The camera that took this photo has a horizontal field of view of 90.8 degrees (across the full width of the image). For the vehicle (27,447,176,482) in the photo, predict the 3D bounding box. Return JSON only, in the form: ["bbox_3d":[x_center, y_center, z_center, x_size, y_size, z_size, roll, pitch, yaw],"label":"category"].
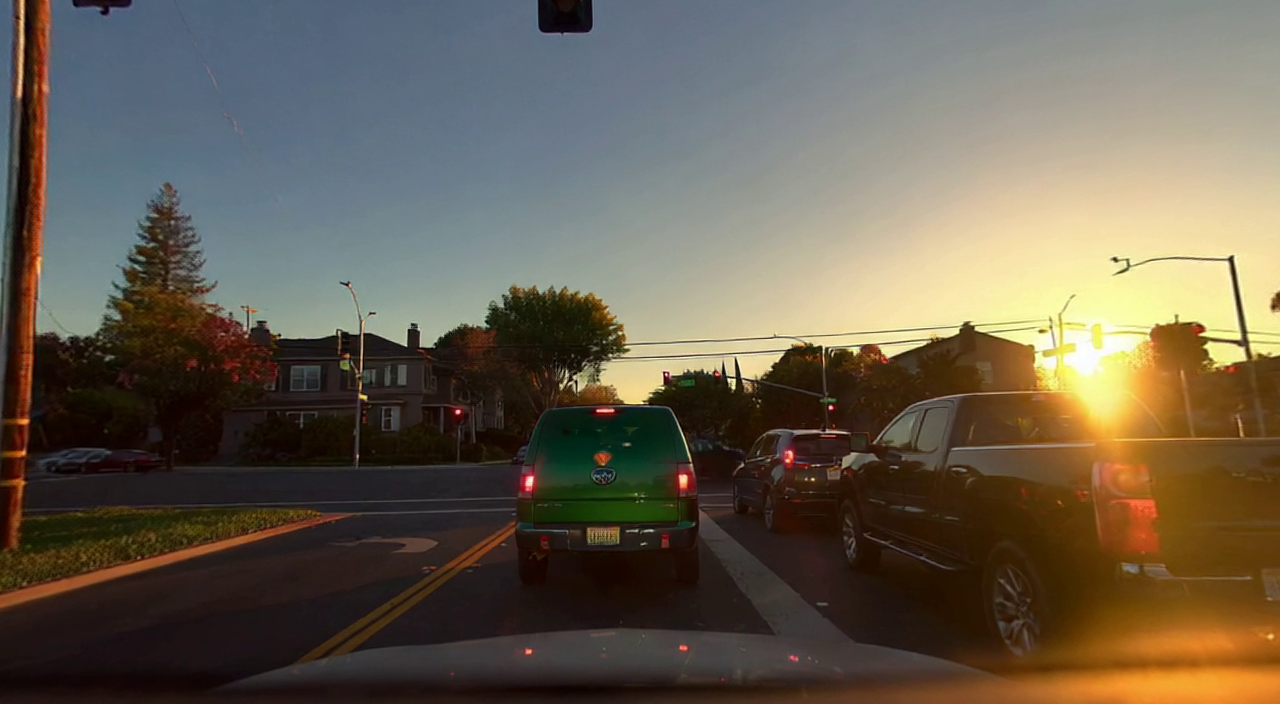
[{"bbox_3d":[-22.923,4.783,27.059,4.533,1.350,1.714,0,-8,-9],"label":"vehicle"}]

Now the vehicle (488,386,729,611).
[{"bbox_3d":[-0.256,1.408,6.805,1.915,1.780,3.379,0,-8,0],"label":"vehicle"}]

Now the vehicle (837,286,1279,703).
[{"bbox_3d":[2.978,0.977,3.796,1.886,1.849,5.070,0,-8,-1],"label":"vehicle"}]

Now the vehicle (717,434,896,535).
[{"bbox_3d":[2.716,2.266,11.528,1.952,1.465,4.421,0,-8,-1],"label":"vehicle"}]
